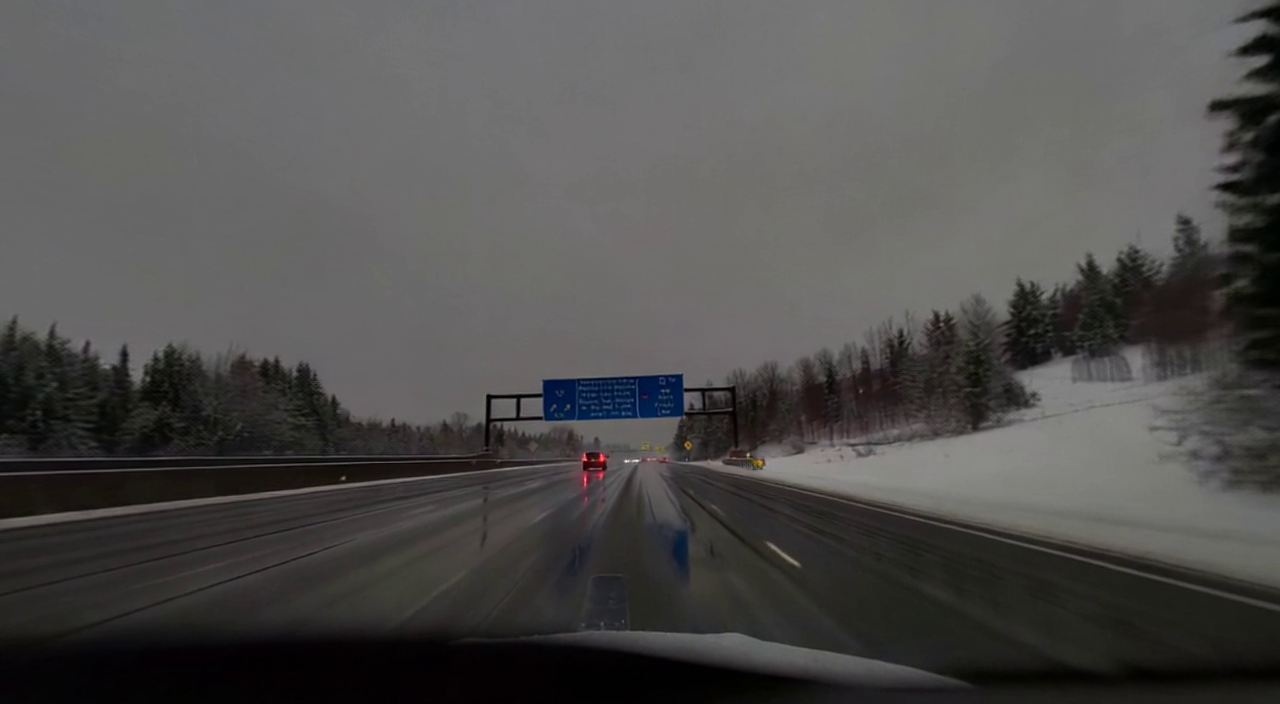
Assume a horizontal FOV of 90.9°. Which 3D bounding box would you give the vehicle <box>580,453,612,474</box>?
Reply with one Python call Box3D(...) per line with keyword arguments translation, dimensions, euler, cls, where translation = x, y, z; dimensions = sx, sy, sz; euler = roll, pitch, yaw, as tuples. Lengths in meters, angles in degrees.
Box3D(translation=(-3.300, 8.431, 47.922), dimensions=(2.041, 1.512, 3.996), euler=(0, -9, 0), cls="vehicle")
